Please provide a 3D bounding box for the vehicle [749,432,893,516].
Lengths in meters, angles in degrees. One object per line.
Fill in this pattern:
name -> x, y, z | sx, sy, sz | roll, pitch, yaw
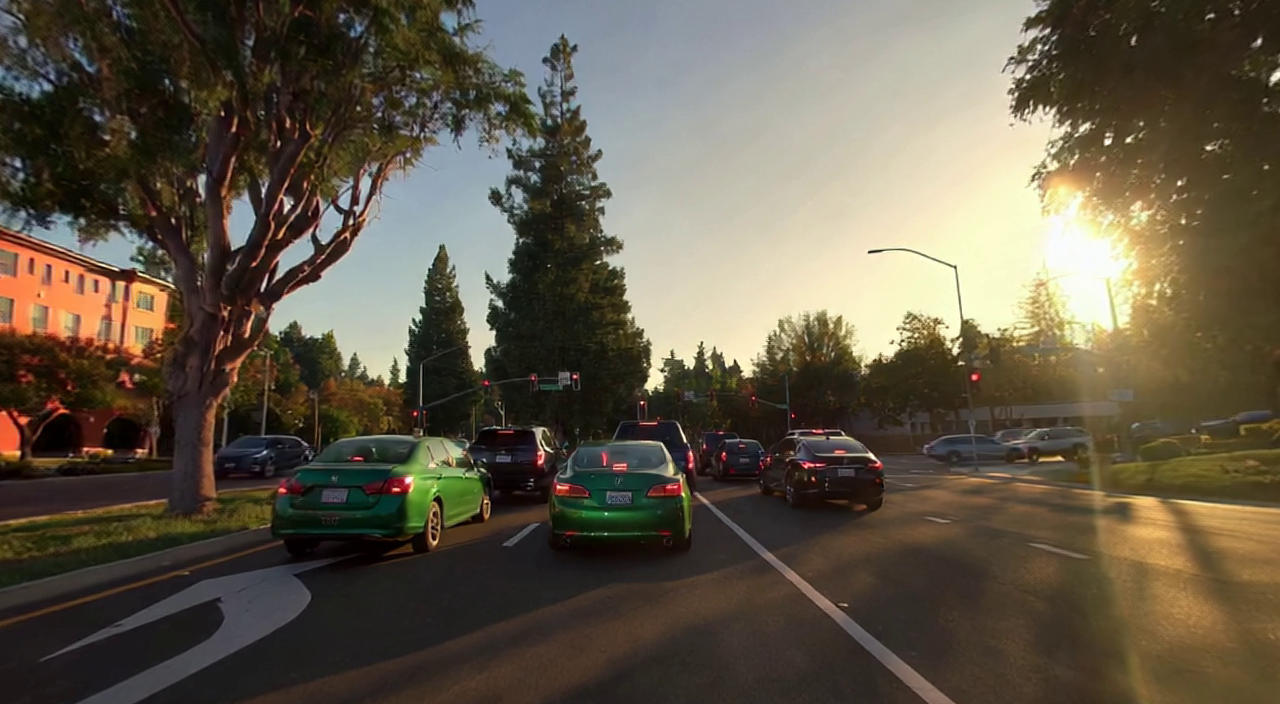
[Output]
vehicle -> 3.561, 2.467, 13.258 | 1.880, 1.476, 3.932 | 0, -8, 0

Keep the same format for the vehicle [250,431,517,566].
vehicle -> -3.194, 1.891, 8.953 | 1.917, 1.441, 4.128 | -1, -8, 2

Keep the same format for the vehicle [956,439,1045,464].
vehicle -> 25.244, 6.989, 44.473 | 5.265, 1.702, 1.930 | -4, -9, 27

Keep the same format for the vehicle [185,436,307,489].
vehicle -> -14.112, 3.966, 23.000 | 2.082, 1.704, 4.488 | 1, -8, -9

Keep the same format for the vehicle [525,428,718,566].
vehicle -> -0.200, 1.830, 8.702 | 2.041, 1.450, 3.847 | 0, -8, 0
